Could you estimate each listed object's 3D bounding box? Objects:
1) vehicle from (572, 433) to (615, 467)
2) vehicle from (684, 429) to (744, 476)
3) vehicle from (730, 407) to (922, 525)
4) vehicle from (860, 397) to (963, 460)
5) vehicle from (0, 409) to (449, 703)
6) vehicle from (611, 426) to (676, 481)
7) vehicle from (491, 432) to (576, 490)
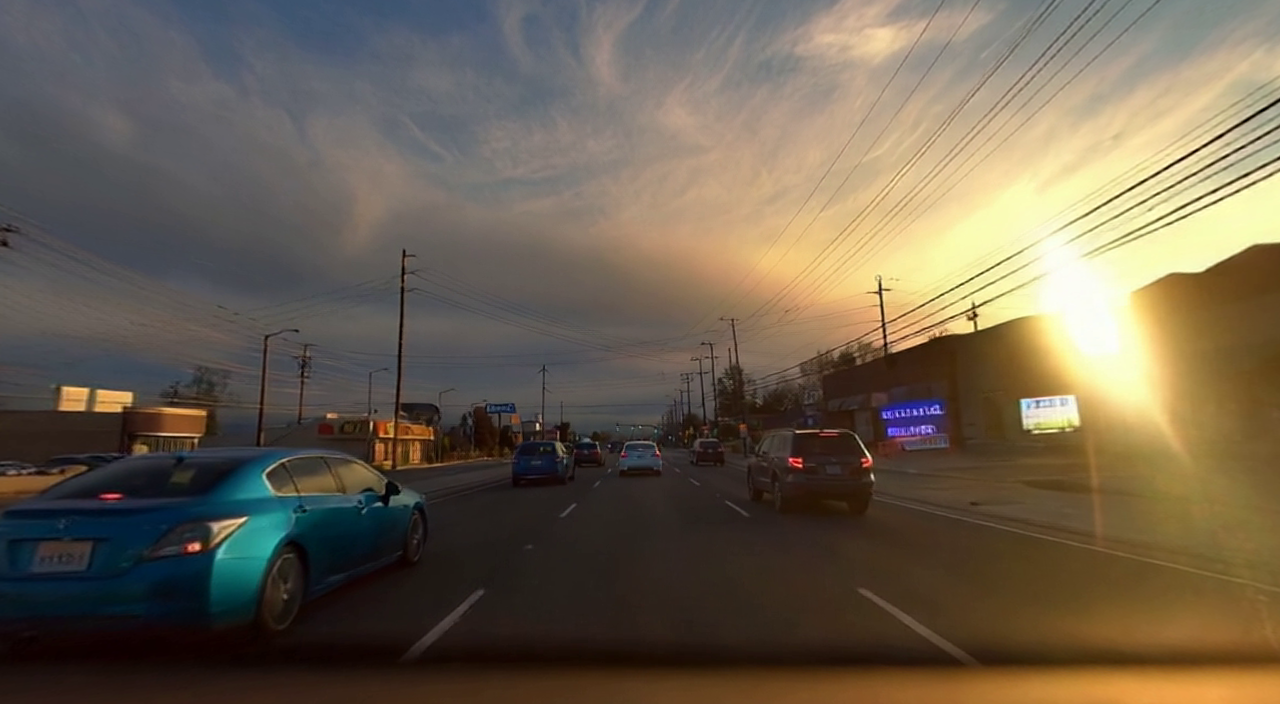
[{"bbox_3d":[-2.936,6.365,41.295,2.405,2.009,5.909,0,-8,0],"label":"vehicle"},{"bbox_3d":[3.148,4.401,27.814,2.026,1.904,4.102,0,-8,-2],"label":"vehicle"},{"bbox_3d":[3.380,2.211,12.791,2.282,1.897,4.915,0,-8,-1],"label":"vehicle"},{"bbox_3d":[12.519,3.661,29.651,2.477,2.665,5.203,0,-8,0],"label":"vehicle"},{"bbox_3d":[-3.277,1.348,5.208,2.022,1.498,4.471,0,-8,0],"label":"vehicle"},{"bbox_3d":[0.088,3.955,24.801,2.326,1.925,4.253,0,-8,-1],"label":"vehicle"},{"bbox_3d":[-3.310,3.483,20.481,2.051,1.671,3.861,0,-8,0],"label":"vehicle"}]
